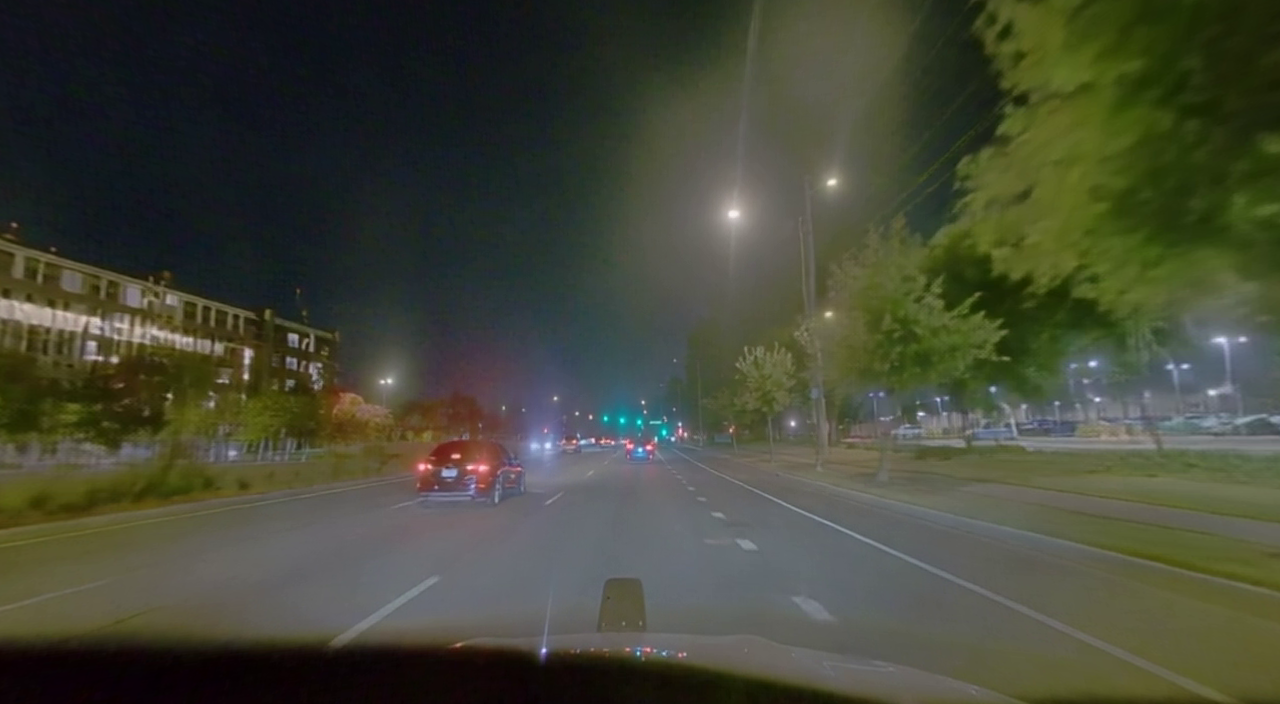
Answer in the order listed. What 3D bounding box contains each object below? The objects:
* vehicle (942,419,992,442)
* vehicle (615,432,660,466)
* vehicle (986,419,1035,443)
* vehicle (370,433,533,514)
[{"bbox_3d":[21.914,5.325,42.447,1.833,1.471,4.656,-2,-9,13],"label":"vehicle"},{"bbox_3d":[-0.125,5.036,32.848,2.199,1.652,4.101,0,-8,-1],"label":"vehicle"},{"bbox_3d":[24.404,5.257,41.657,1.741,1.416,3.831,-3,-9,15],"label":"vehicle"},{"bbox_3d":[-3.838,2.566,13.904,1.942,1.462,4.905,0,-8,2],"label":"vehicle"}]
